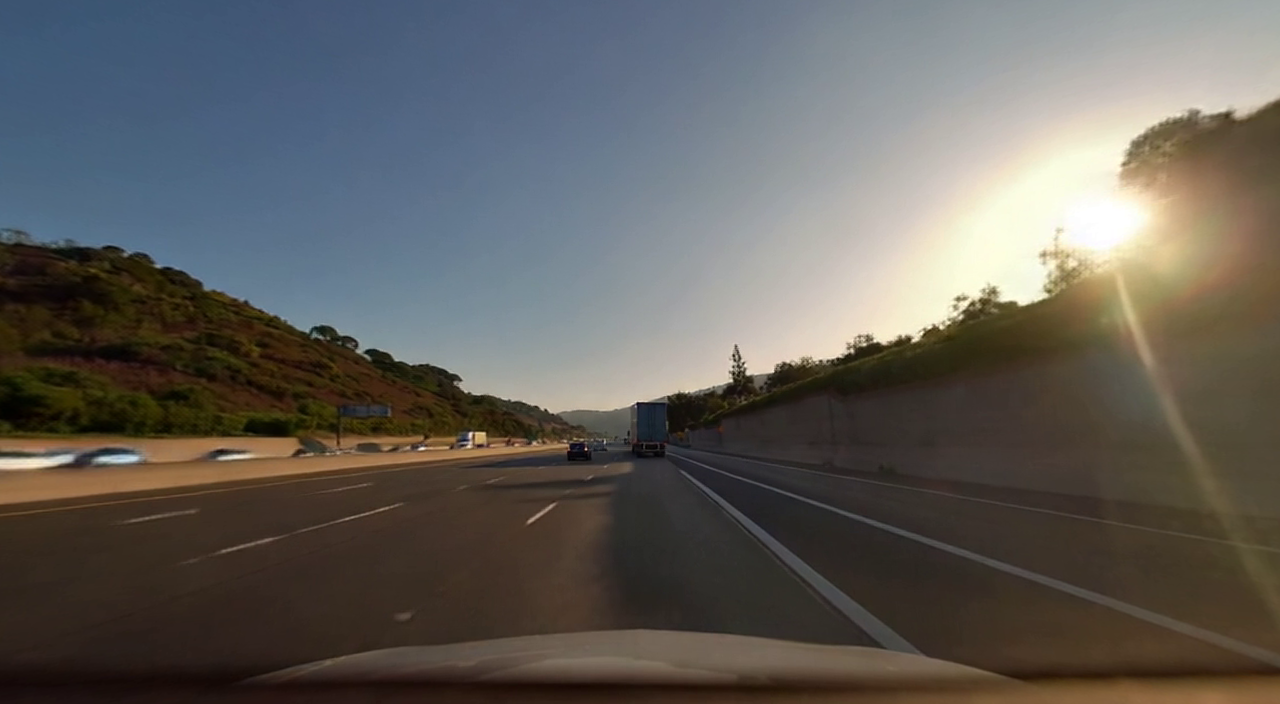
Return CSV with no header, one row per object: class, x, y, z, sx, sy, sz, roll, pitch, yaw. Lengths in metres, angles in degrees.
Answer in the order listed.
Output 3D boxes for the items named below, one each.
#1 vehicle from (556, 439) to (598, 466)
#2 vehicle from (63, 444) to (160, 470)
vehicle,-3.686,5.967,37.510,1.983,1.508,4.060,0,-8,1
vehicle,-39.294,7.766,47.131,2.158,1.816,5.645,-1,-8,3
